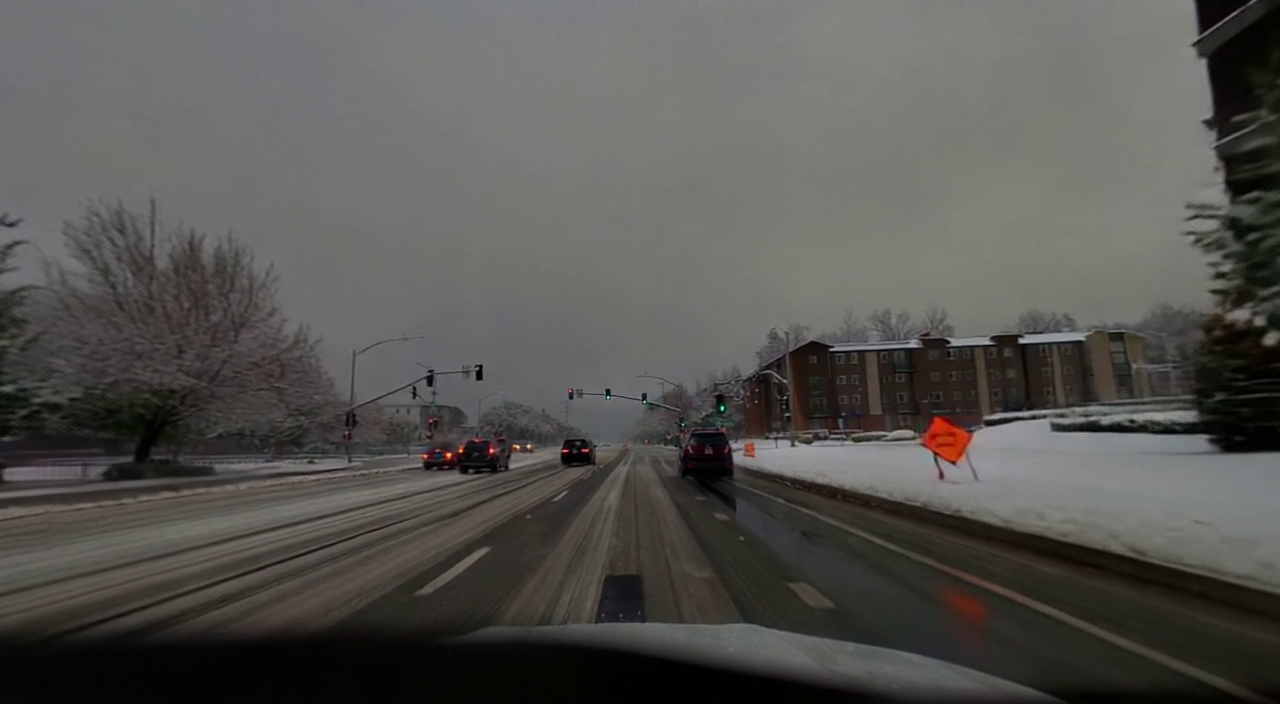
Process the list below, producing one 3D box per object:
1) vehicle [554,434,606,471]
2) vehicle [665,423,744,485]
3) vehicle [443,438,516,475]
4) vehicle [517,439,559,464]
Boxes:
[{"bbox_3d":[-2.887,4.948,31.251,2.121,1.654,3.993,0,-8,1],"label":"vehicle"},{"bbox_3d":[2.015,3.370,21.017,2.197,1.835,4.316,0,-8,0],"label":"vehicle"},{"bbox_3d":[-7.043,4.641,28.234,1.928,1.488,4.635,0,-8,2],"label":"vehicle"},{"bbox_3d":[-6.541,6.453,41.070,1.993,1.492,3.666,0,-8,2],"label":"vehicle"}]
